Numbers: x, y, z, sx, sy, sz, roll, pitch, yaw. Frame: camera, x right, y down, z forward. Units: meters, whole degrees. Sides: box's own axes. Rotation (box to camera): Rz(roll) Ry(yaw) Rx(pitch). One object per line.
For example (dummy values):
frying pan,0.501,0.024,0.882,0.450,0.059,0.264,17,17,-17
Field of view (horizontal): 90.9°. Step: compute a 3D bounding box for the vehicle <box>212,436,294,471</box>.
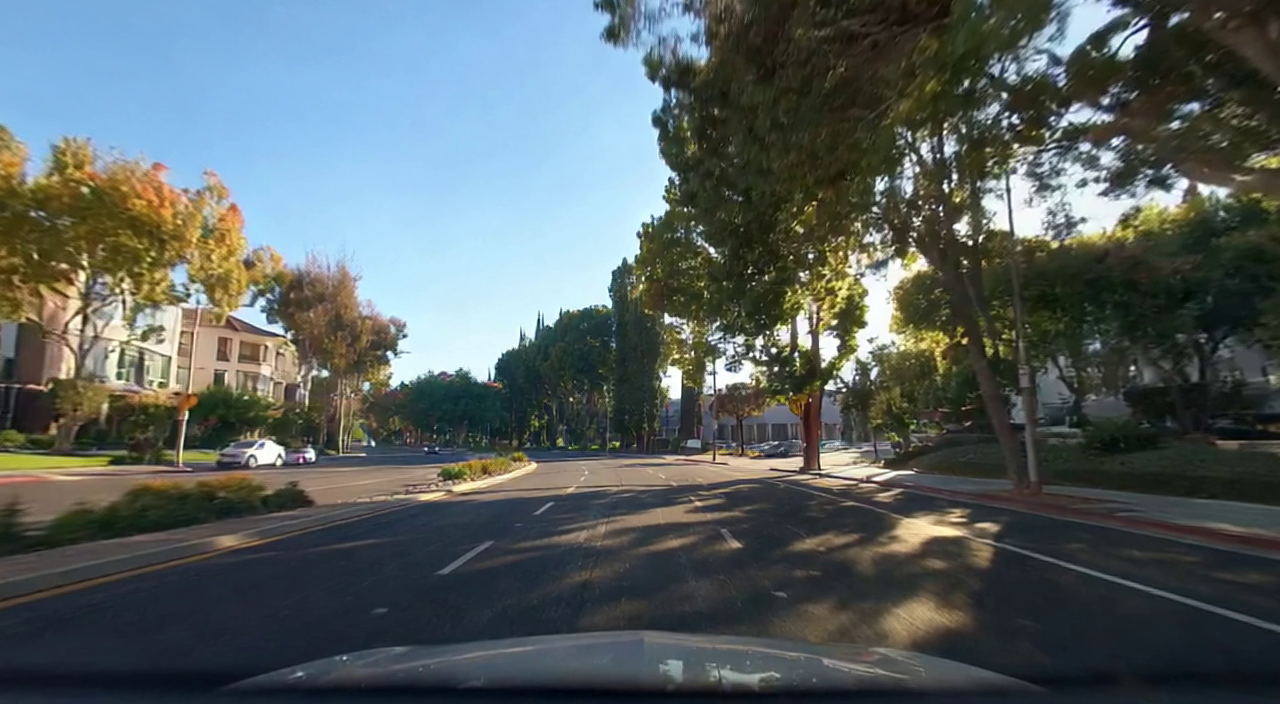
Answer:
vehicle,-23.074,6.066,37.847,2.387,1.951,4.827,1,-9,-9
